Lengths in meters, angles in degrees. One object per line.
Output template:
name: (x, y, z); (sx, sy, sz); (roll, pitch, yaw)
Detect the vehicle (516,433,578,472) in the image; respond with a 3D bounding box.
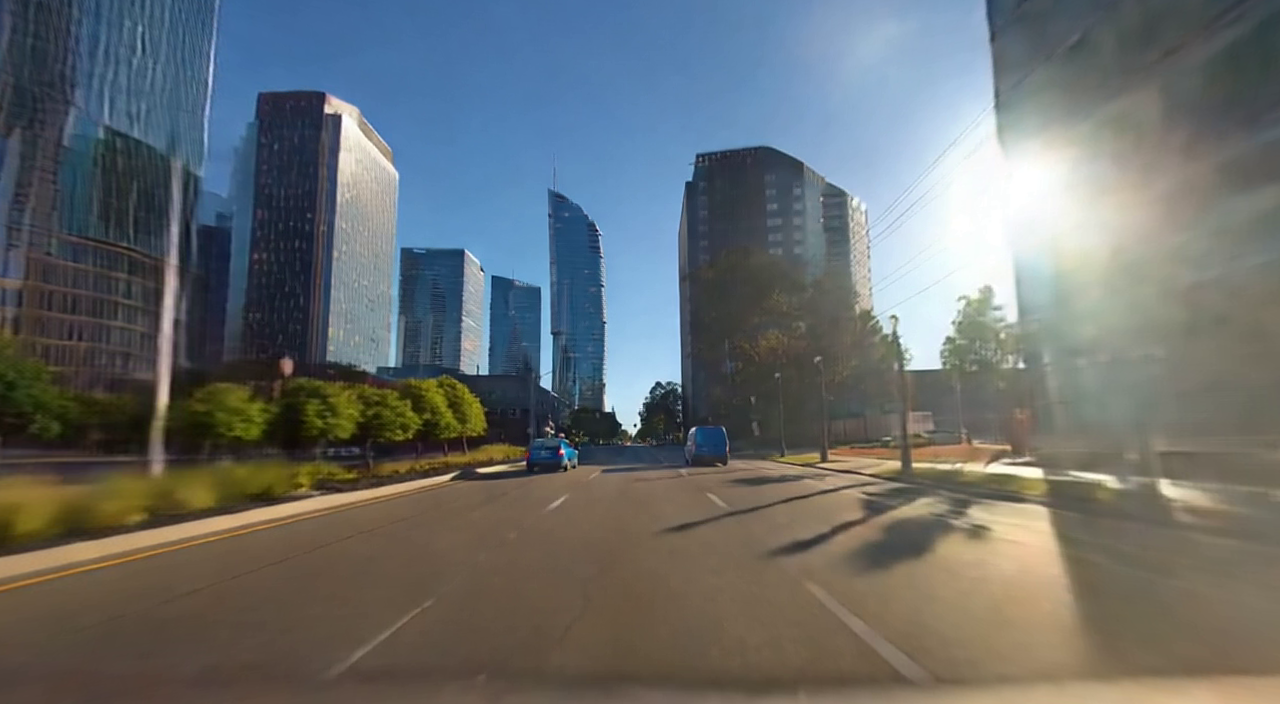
vehicle: (-3.754, 4.131, 26.058); (1.864, 1.464, 4.195); (0, -8, 1)

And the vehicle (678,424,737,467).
vehicle: (3.130, 4.501, 30.485); (2.200, 1.914, 5.145); (0, -8, -1)
